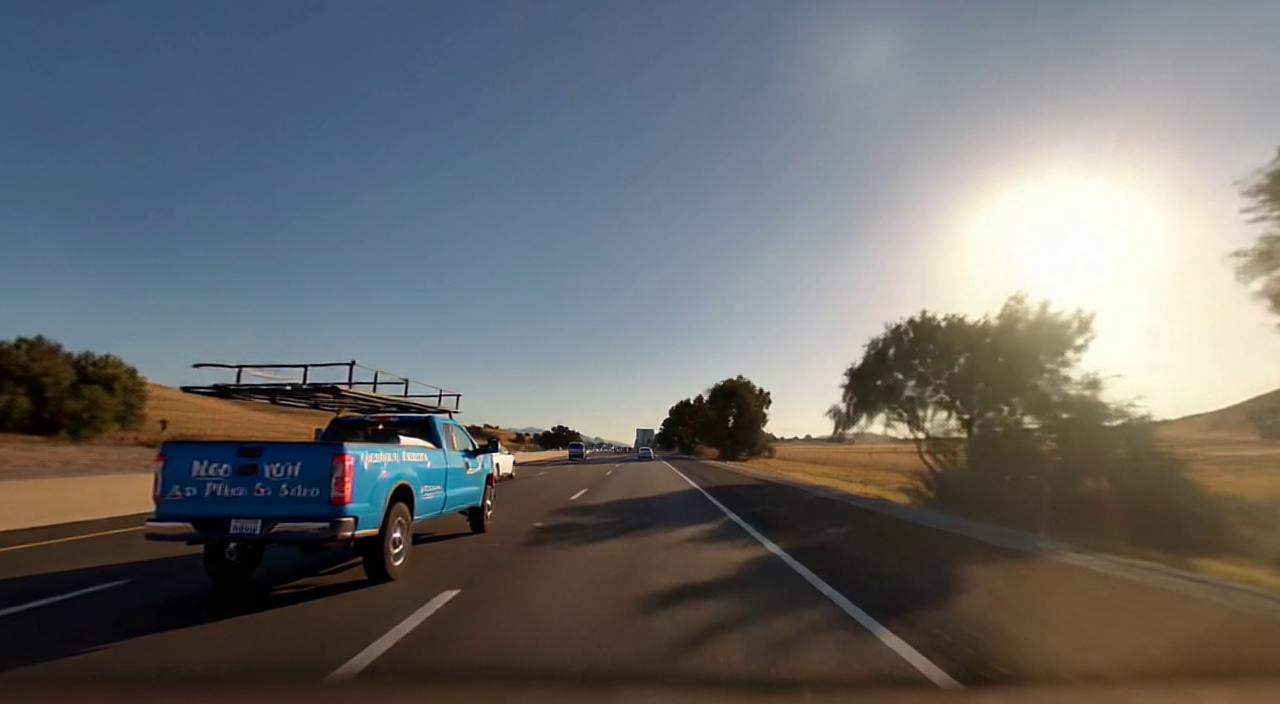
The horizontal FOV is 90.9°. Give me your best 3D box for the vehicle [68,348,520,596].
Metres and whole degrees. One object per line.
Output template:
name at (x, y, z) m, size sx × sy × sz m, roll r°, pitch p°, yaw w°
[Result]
vehicle at (-3.889, 1.602, 9.350) m, size 2.791 × 2.330 × 6.725 m, roll 0°, pitch -8°, yaw 1°
